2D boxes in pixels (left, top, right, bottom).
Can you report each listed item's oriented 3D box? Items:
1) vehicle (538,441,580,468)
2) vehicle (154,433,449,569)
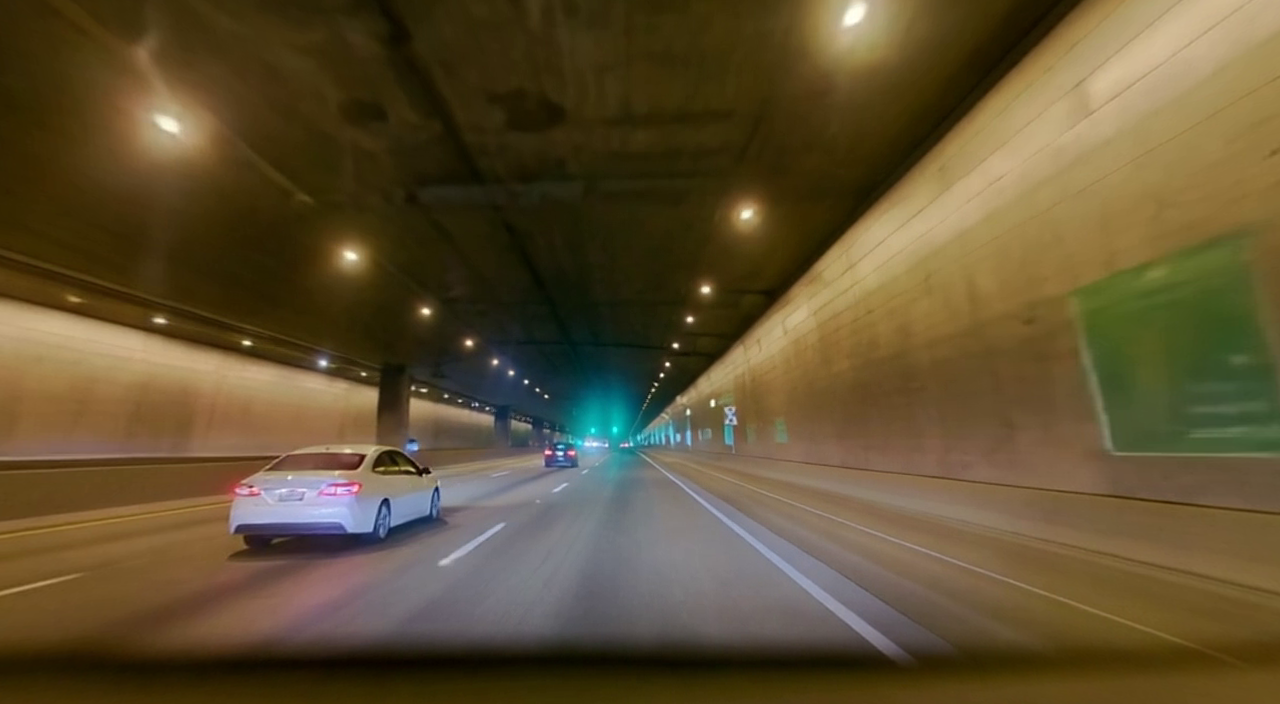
[{"bbox_3d":[-4.734,6.019,37.365,1.973,1.474,4.199,0,-8,-1],"label":"vehicle"},{"bbox_3d":[-4.301,1.914,8.952,1.885,1.424,4.230,0,-8,-1],"label":"vehicle"}]
